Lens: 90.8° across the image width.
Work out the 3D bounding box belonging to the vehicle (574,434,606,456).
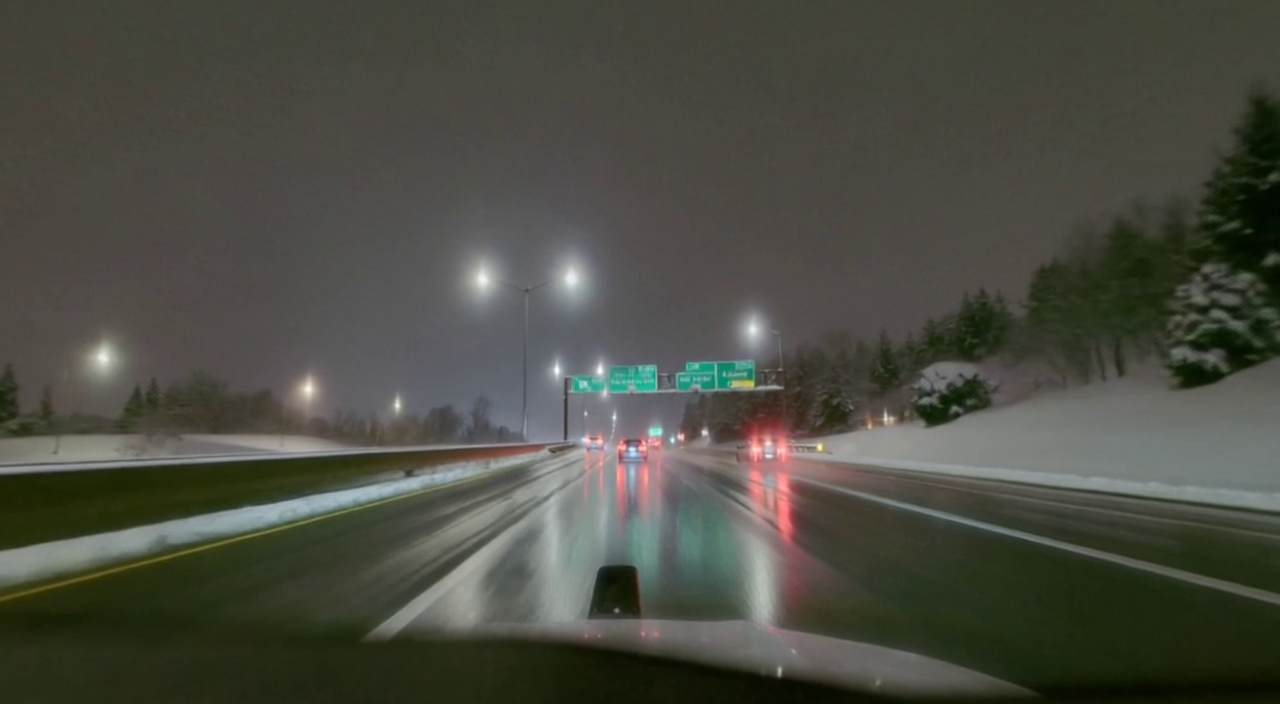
[{"bbox_3d":[-3.859,7.305,49.549,2.123,1.661,4.601,0,-9,0],"label":"vehicle"}]

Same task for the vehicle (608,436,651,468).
[{"bbox_3d":[-0.509,4.938,31.277,1.985,1.457,4.227,0,-9,-1],"label":"vehicle"}]

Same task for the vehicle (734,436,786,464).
[{"bbox_3d":[6.672,5.513,35.554,1.935,1.478,4.433,0,-9,-2],"label":"vehicle"}]
